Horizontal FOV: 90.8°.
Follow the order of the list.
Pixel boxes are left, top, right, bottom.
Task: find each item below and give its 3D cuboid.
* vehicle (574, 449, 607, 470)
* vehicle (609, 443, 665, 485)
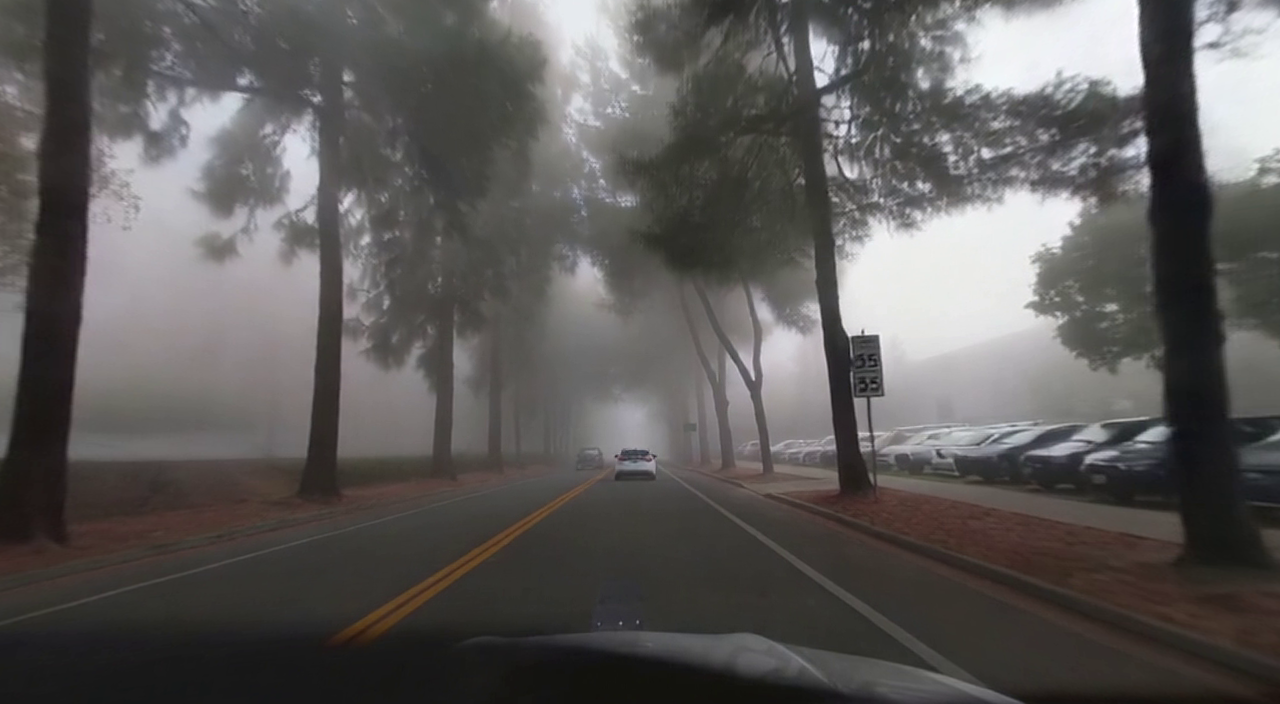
[{"bbox_3d":[-3.658,8.126,47.811,2.028,1.464,4.602,-1,-9,1],"label":"vehicle"},{"bbox_3d":[-0.110,4.628,26.322,2.152,1.574,4.223,0,-9,0],"label":"vehicle"}]
